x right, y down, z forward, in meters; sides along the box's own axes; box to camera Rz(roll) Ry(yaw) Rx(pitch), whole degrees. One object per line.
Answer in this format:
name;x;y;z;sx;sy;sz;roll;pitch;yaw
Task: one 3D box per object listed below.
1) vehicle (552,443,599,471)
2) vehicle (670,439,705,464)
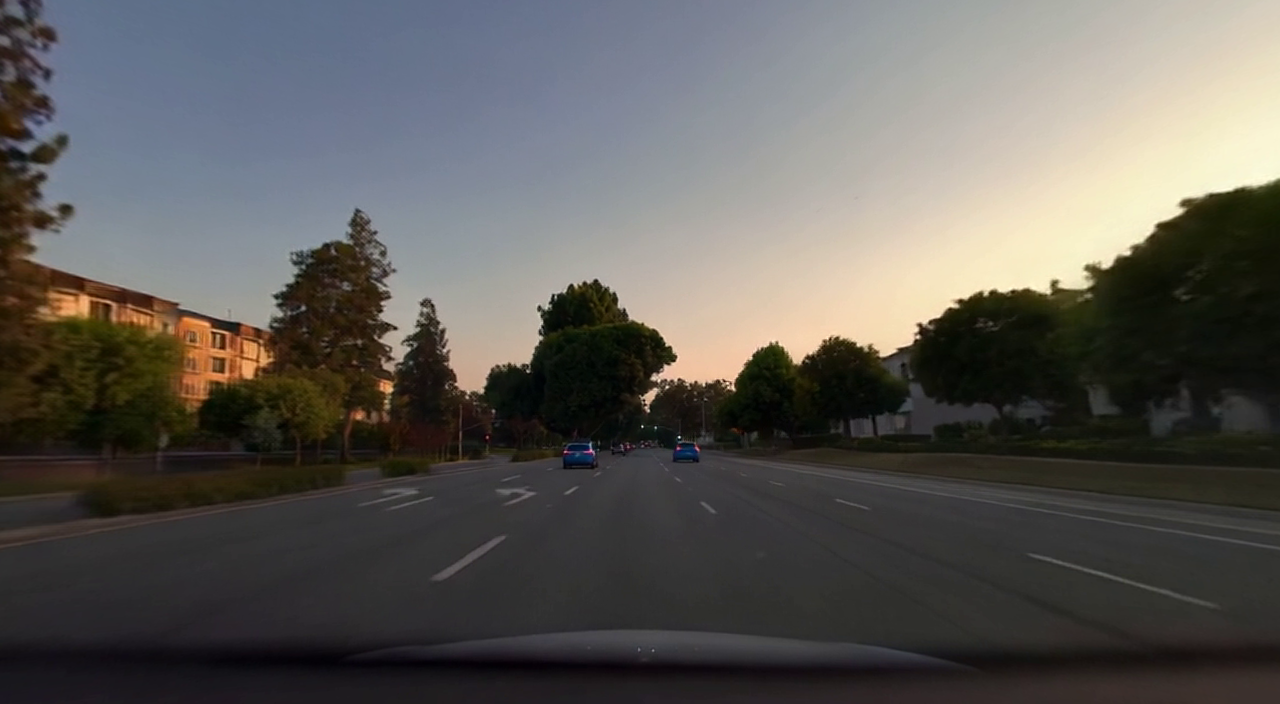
vehicle;-3.557;5.904;35.719;2.112;1.471;4.212;0;-9;1
vehicle;3.294;6.987;44.495;2.072;1.696;4.177;0;-9;-1
